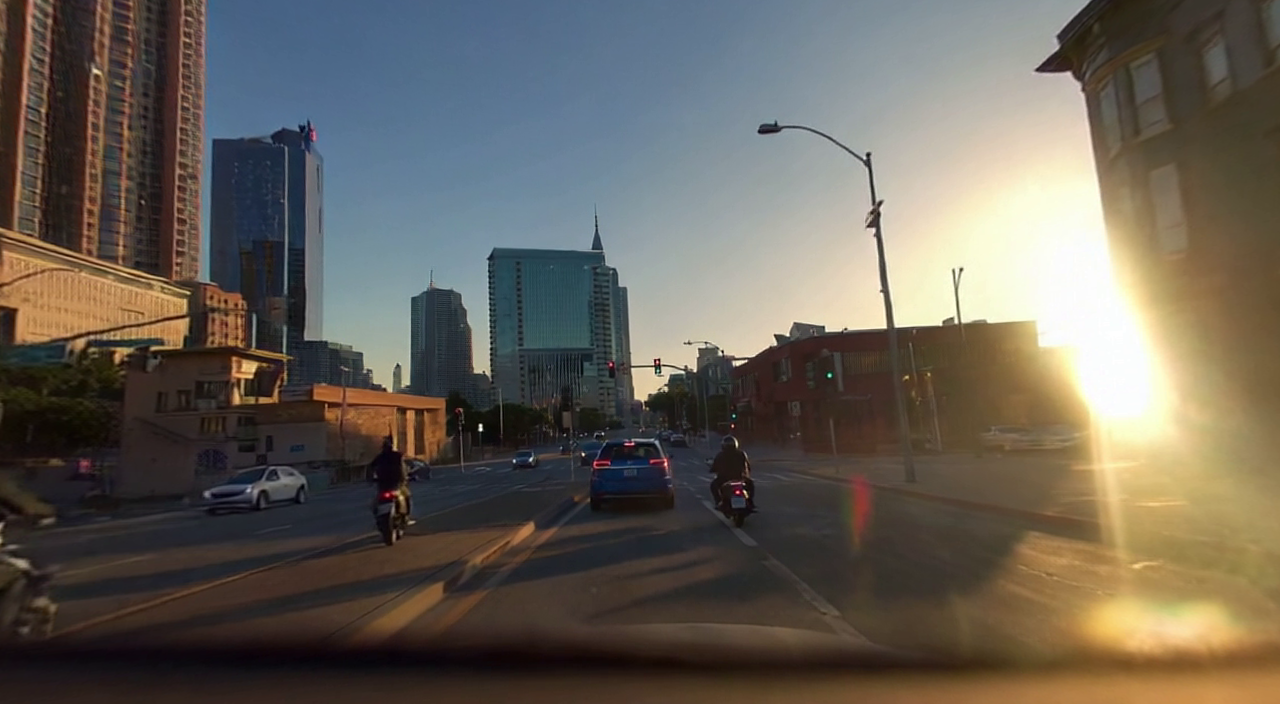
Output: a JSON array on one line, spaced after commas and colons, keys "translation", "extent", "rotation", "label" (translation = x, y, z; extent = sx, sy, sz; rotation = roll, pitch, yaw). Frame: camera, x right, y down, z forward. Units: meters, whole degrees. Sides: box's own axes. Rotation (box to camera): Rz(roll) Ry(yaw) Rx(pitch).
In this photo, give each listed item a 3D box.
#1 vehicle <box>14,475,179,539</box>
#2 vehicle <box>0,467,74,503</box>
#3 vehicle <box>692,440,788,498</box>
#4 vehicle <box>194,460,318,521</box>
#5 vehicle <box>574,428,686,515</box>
[{"translation": [-18.199, 5.157, 21.495], "extent": [2.032, 1.701, 4.475], "rotation": [1, -9, -8], "label": "vehicle"}, {"translation": [-32.607, 6.945, 33.001], "extent": [4.008, 1.720, 1.940], "rotation": [0, -8, -1], "label": "vehicle"}, {"translation": [2.826, 3.438, 18.899], "extent": [2.101, 1.507, 4.355], "rotation": [0, -9, -1], "label": "vehicle"}, {"translation": [-13.296, 4.761, 22.211], "extent": [1.871, 1.786, 4.386], "rotation": [0, -9, -5], "label": "vehicle"}, {"translation": [-0.191, 2.736, 14.900], "extent": [2.265, 1.748, 4.130], "rotation": [0, -9, 1], "label": "vehicle"}]
